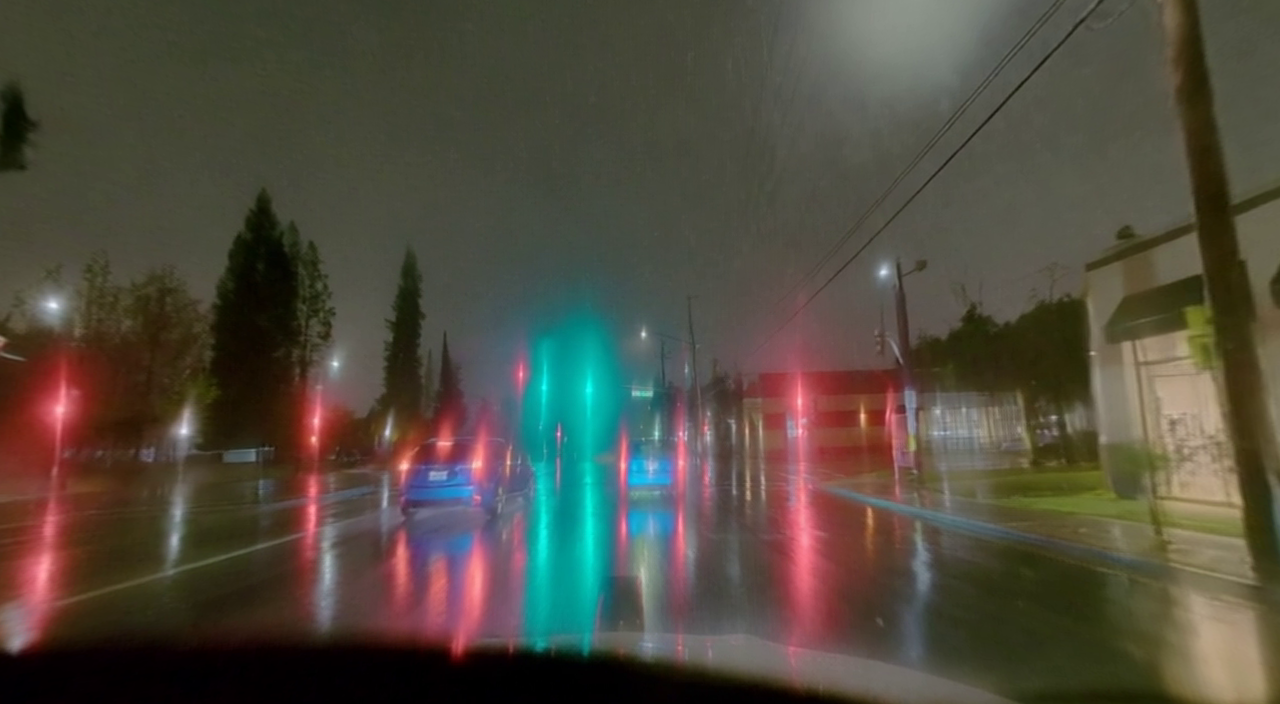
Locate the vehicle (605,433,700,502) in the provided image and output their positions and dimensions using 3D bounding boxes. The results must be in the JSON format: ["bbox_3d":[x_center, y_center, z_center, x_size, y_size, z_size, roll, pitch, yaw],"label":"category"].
[{"bbox_3d":[0.254,2.807,15.748,2.059,1.456,4.047,0,-8,0],"label":"vehicle"}]

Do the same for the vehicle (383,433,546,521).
[{"bbox_3d":[-3.296,2.437,12.918,2.032,1.467,4.411,0,-8,0],"label":"vehicle"}]
